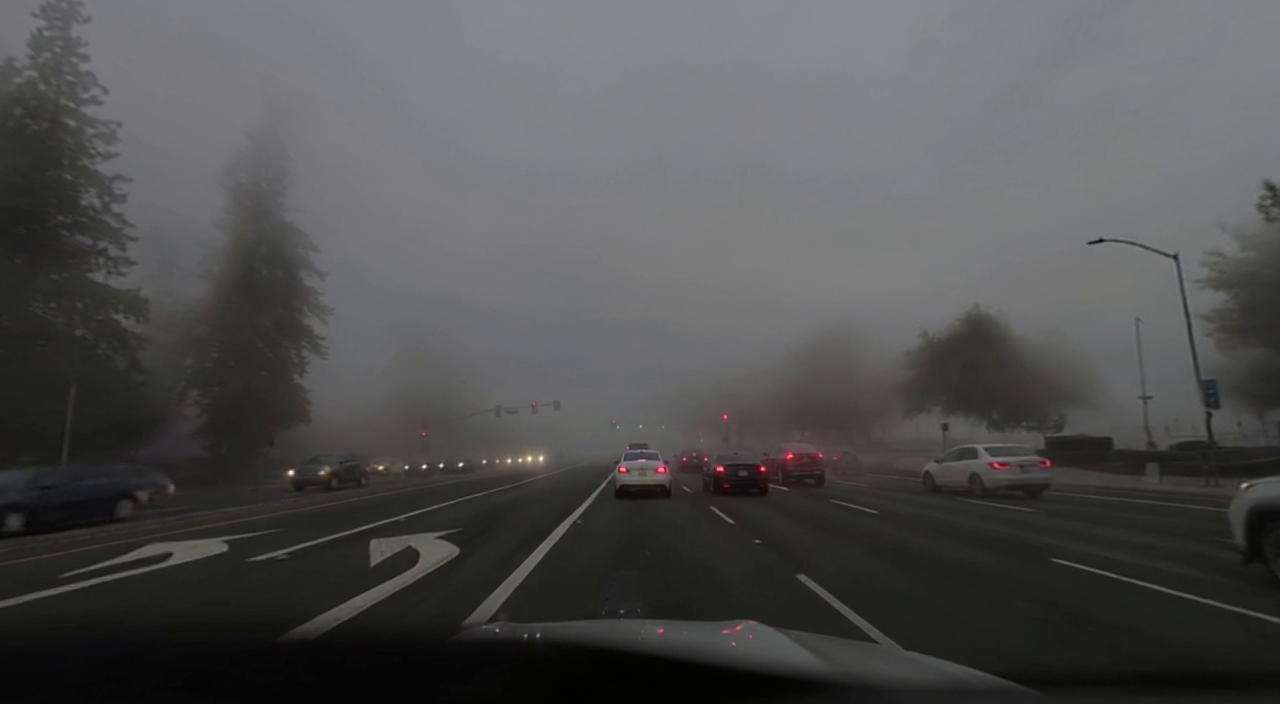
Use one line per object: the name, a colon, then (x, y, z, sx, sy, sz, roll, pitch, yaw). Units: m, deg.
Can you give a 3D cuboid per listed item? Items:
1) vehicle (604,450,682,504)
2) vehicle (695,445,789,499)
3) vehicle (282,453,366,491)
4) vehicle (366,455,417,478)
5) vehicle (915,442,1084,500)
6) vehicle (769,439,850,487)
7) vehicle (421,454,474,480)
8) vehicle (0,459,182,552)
vehicle: (0.029, 3.504, 18.202, 1.990, 1.347, 4.067, 0, -9, -2)
vehicle: (3.027, 3.675, 19.897, 1.970, 1.445, 4.974, 0, -9, -2)
vehicle: (-15.841, 6.006, 31.978, 1.908, 1.703, 4.547, 0, -9, 0)
vehicle: (-19.204, 8.854, 49.032, 1.992, 1.607, 4.965, 0, -9, 0)
vehicle: (10.370, 3.444, 18.824, 1.890, 1.488, 5.113, 0, -9, -2)
vehicle: (6.408, 4.232, 24.402, 1.931, 1.685, 4.054, 0, -9, -1)
vehicle: (-12.162, 7.249, 40.182, 1.896, 1.484, 4.473, 0, -9, 1)
vehicle: (-11.993, 2.974, 12.825, 2.002, 1.500, 4.536, 0, -9, -1)
